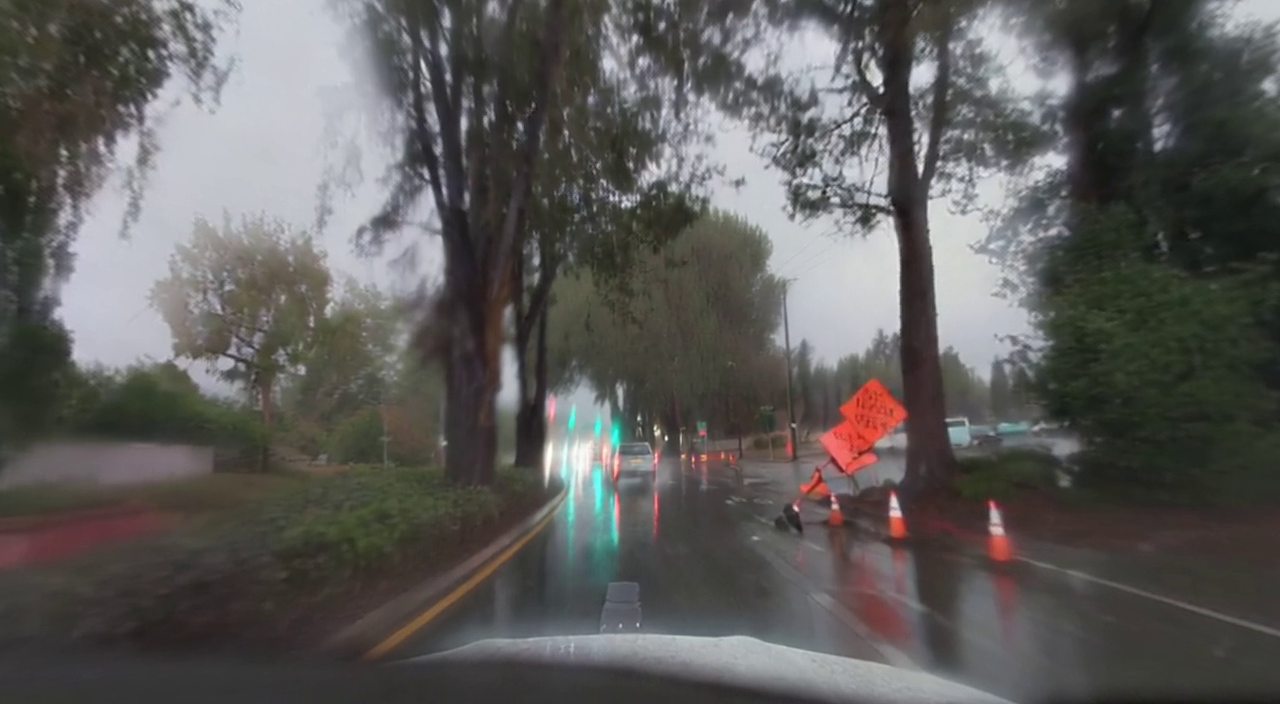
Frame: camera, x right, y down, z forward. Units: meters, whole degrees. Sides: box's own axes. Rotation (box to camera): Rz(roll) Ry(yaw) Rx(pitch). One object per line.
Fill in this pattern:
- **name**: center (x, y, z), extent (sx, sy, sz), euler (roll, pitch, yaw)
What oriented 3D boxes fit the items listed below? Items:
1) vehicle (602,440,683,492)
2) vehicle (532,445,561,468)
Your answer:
- **vehicle**: center (-0.057, 3.700, 20.869), extent (2.266, 1.508, 4.430), euler (1, -9, -5)
- **vehicle**: center (-7.136, 7.954, 48.139), extent (2.077, 1.665, 4.206), euler (1, -9, -9)
